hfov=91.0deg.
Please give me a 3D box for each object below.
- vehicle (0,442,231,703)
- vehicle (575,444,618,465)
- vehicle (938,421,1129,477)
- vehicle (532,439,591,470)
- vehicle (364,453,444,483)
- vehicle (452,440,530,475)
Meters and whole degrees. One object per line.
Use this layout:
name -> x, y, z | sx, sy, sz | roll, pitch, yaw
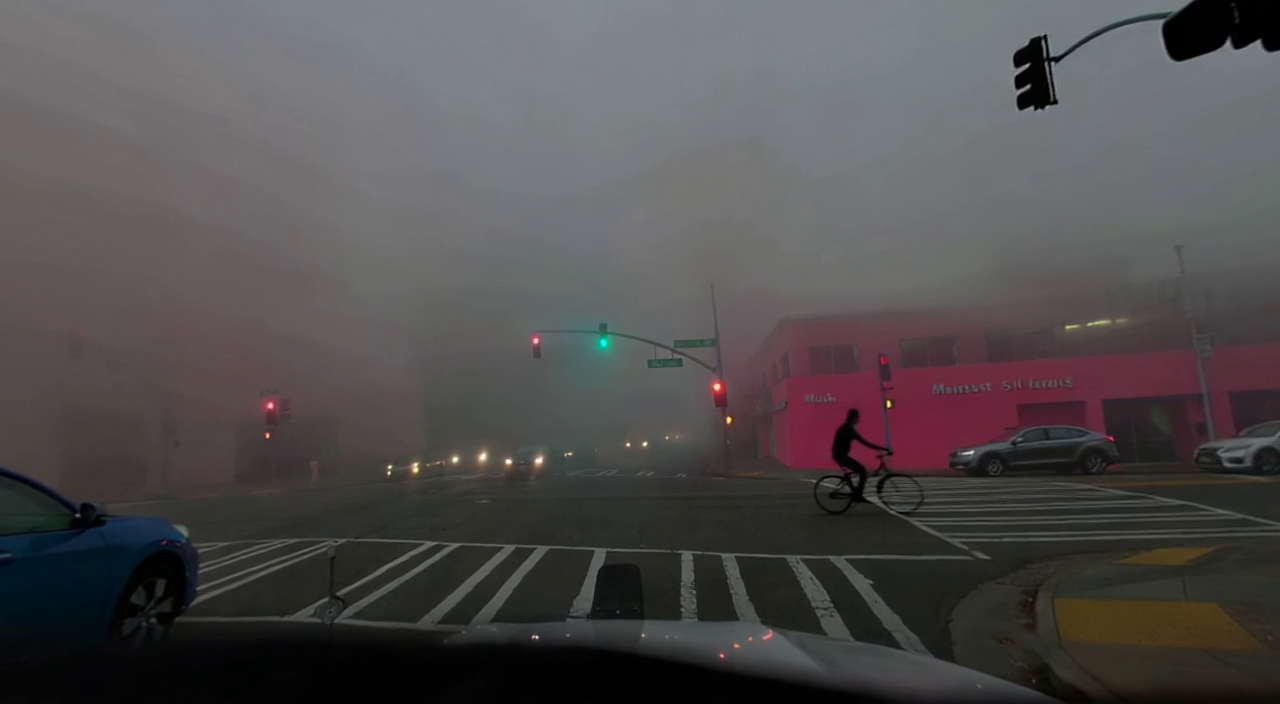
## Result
vehicle -> -3.727, 0.972, 2.166 | 1.759, 1.325, 4.295 | 0, -9, 0
vehicle -> -3.009, 7.183, 44.148 | 1.743, 1.362, 4.350 | -2, -9, 14
vehicle -> 11.575, 2.880, 18.803 | 4.355, 1.546, 1.820 | -1, -9, 6
vehicle -> -4.499, 5.976, 36.863 | 1.928, 1.647, 4.575 | -2, -9, 13
vehicle -> -12.581, 6.174, 33.874 | 1.976, 1.425, 4.567 | -1, -9, 9
vehicle -> -8.390, 5.973, 36.060 | 2.152, 1.825, 5.406 | -2, -9, 12
